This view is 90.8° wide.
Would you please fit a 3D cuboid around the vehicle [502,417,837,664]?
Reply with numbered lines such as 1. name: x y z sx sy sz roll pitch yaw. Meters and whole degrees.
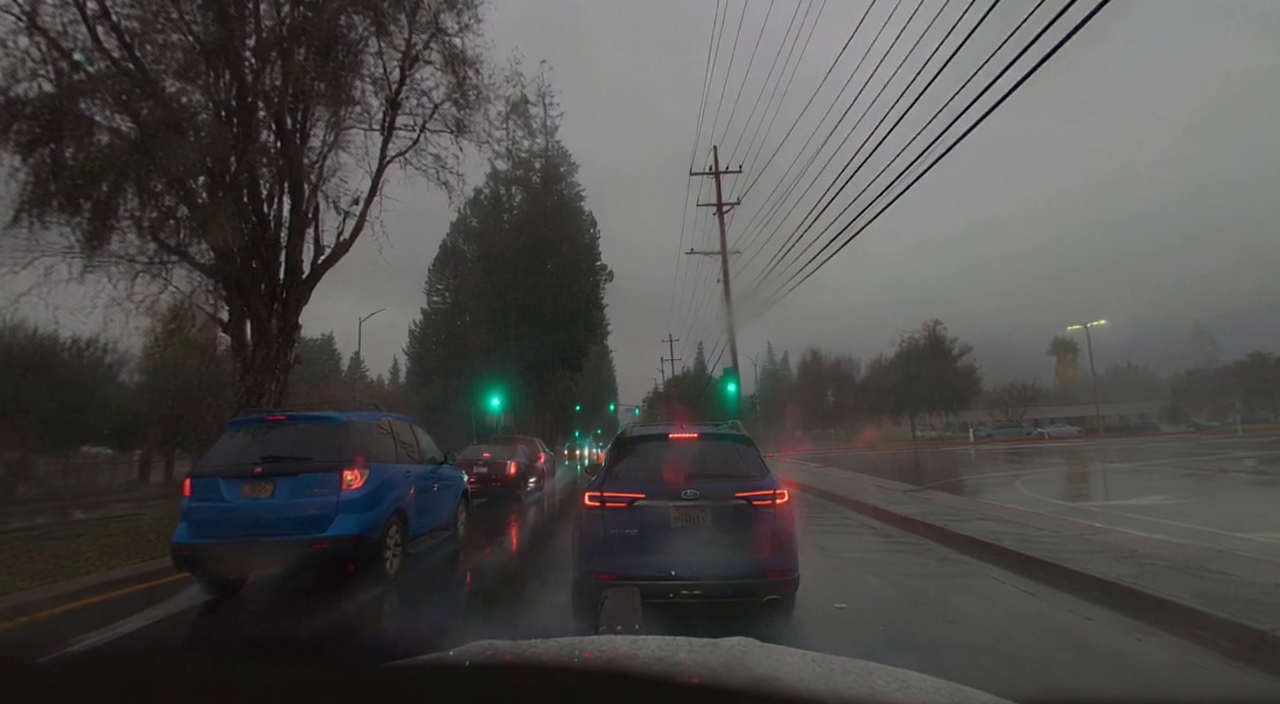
1. vehicle: 0.114 1.451 5.952 2.056 1.487 4.003 0 -9 -2

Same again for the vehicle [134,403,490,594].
1. vehicle: -3.475 1.645 7.923 2.105 1.706 4.337 0 -9 0

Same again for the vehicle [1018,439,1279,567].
1. vehicle: 8.382 2.161 9.933 1.993 1.508 4.521 0 -9 -1
